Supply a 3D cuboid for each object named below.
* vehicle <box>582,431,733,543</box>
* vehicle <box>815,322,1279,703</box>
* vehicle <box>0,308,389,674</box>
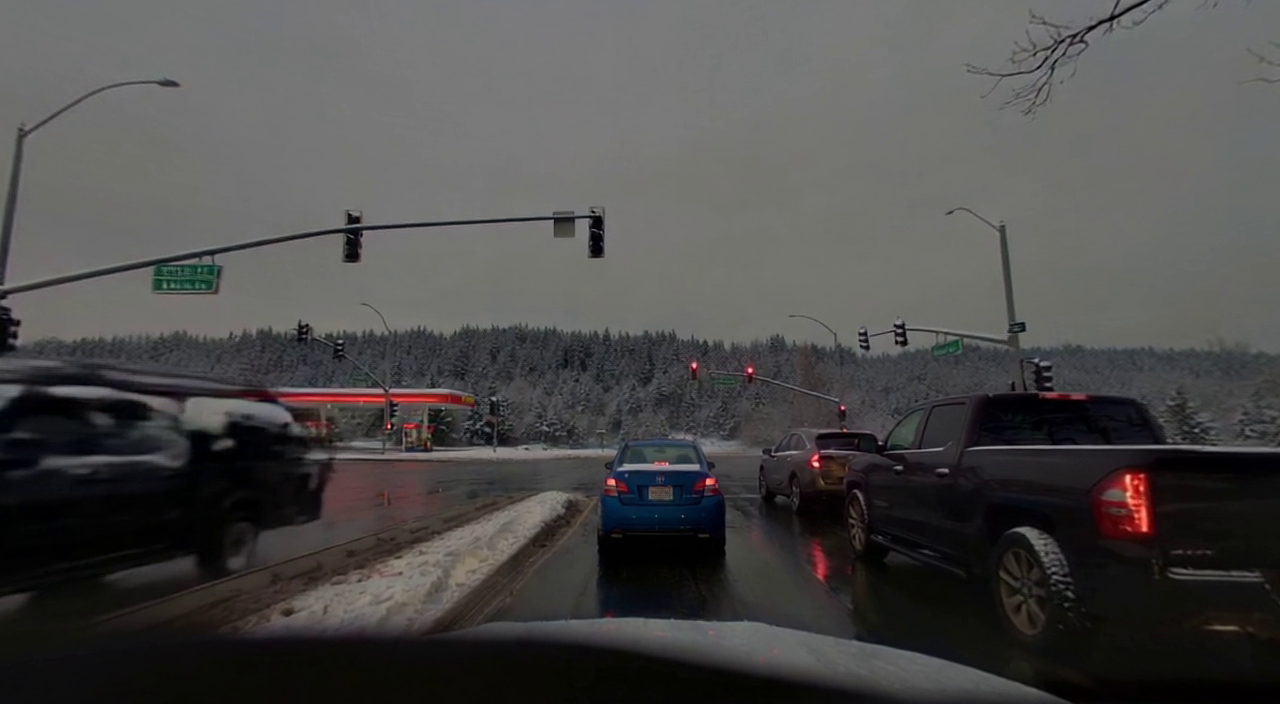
[{"bbox_3d":[0.239,2.118,10.513,2.027,1.494,3.824,0,-8,0],"label":"vehicle"},{"bbox_3d":[3.561,1.242,5.585,2.277,1.871,6.143,0,-8,0],"label":"vehicle"},{"bbox_3d":[-4.814,1.027,5.581,2.615,2.031,5.638,2,-8,2],"label":"vehicle"}]
